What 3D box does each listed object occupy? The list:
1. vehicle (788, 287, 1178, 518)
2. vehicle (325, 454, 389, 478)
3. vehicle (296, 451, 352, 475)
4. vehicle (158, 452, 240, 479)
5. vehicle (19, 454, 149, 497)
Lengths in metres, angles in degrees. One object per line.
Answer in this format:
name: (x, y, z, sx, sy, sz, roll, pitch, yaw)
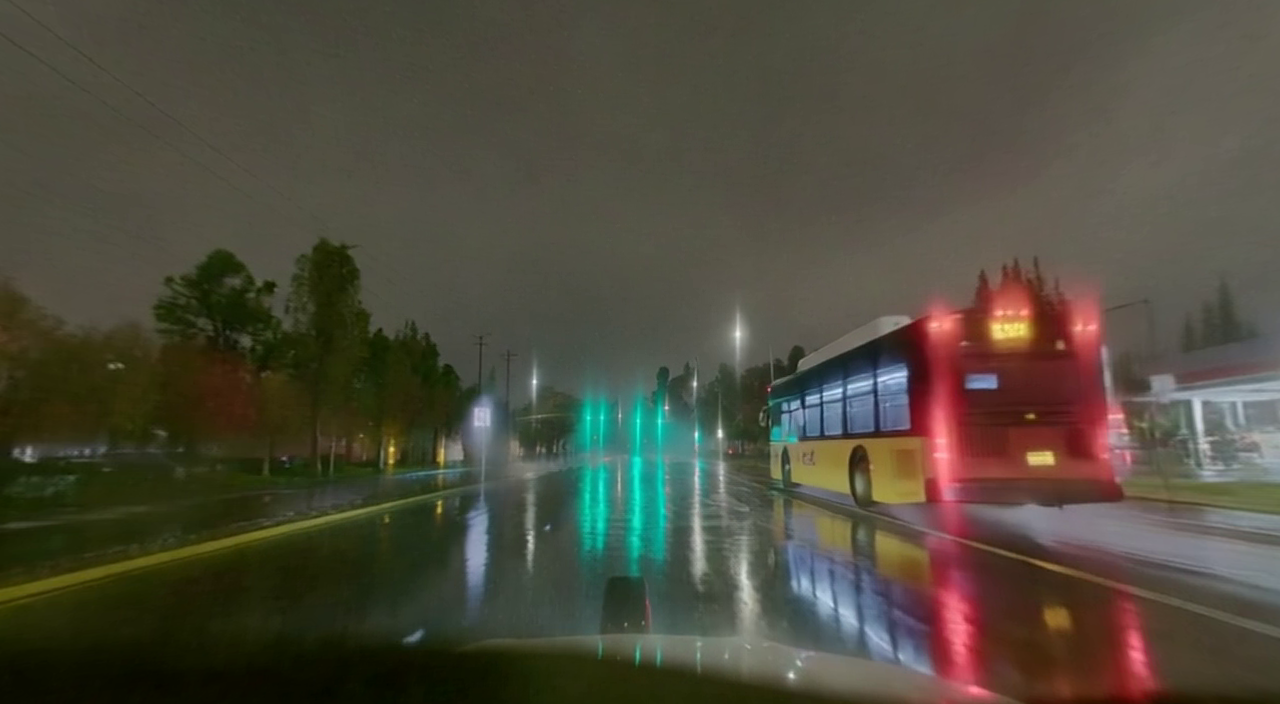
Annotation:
vehicle: (8.316, 1.879, 19.004, 4.582, 4.678, 12.589, 0, -8, 0)
vehicle: (-20.874, 8.420, 46.762, 2.114, 1.602, 4.824, -1, -9, 6)
vehicle: (-23.446, 8.221, 46.905, 1.930, 1.451, 4.124, -2, -7, 3)
vehicle: (-29.961, 7.686, 42.849, 4.251, 1.563, 1.950, -3, -8, 4)
vehicle: (-25.931, 5.765, 29.464, 4.623, 1.653, 2.050, -3, -6, 9)
